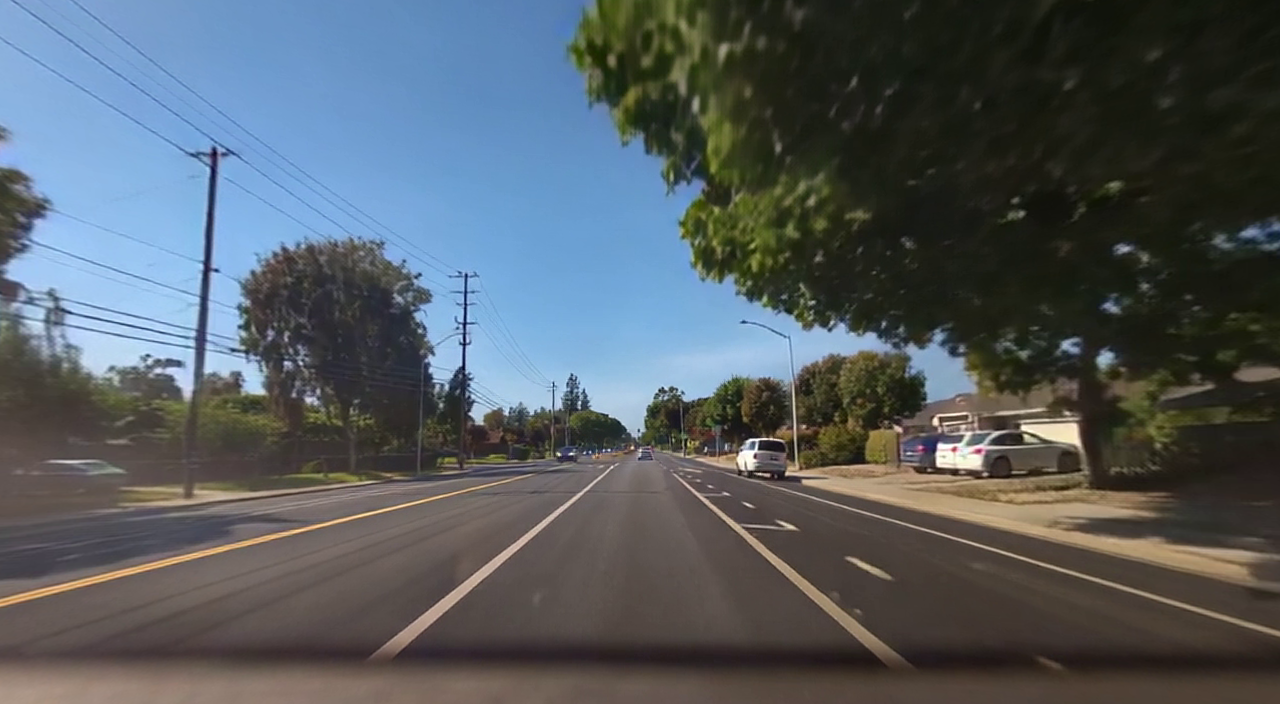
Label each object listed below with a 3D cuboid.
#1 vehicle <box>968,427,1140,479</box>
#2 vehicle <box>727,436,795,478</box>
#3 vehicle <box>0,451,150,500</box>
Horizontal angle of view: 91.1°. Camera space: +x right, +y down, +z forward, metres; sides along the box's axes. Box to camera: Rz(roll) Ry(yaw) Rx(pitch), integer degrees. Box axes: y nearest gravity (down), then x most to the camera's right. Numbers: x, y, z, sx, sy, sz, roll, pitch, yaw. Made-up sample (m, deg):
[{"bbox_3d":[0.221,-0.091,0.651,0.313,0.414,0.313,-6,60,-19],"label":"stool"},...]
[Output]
[{"bbox_3d":[13.960,3.416,21.378,4.399,1.663,1.970,0,-8,0],"label":"vehicle"},{"bbox_3d":[5.595,4.926,29.692,2.114,1.799,4.960,0,-9,-1],"label":"vehicle"},{"bbox_3d":[-19.061,3.998,20.487,4.500,1.482,1.916,0,-9,2],"label":"vehicle"}]
